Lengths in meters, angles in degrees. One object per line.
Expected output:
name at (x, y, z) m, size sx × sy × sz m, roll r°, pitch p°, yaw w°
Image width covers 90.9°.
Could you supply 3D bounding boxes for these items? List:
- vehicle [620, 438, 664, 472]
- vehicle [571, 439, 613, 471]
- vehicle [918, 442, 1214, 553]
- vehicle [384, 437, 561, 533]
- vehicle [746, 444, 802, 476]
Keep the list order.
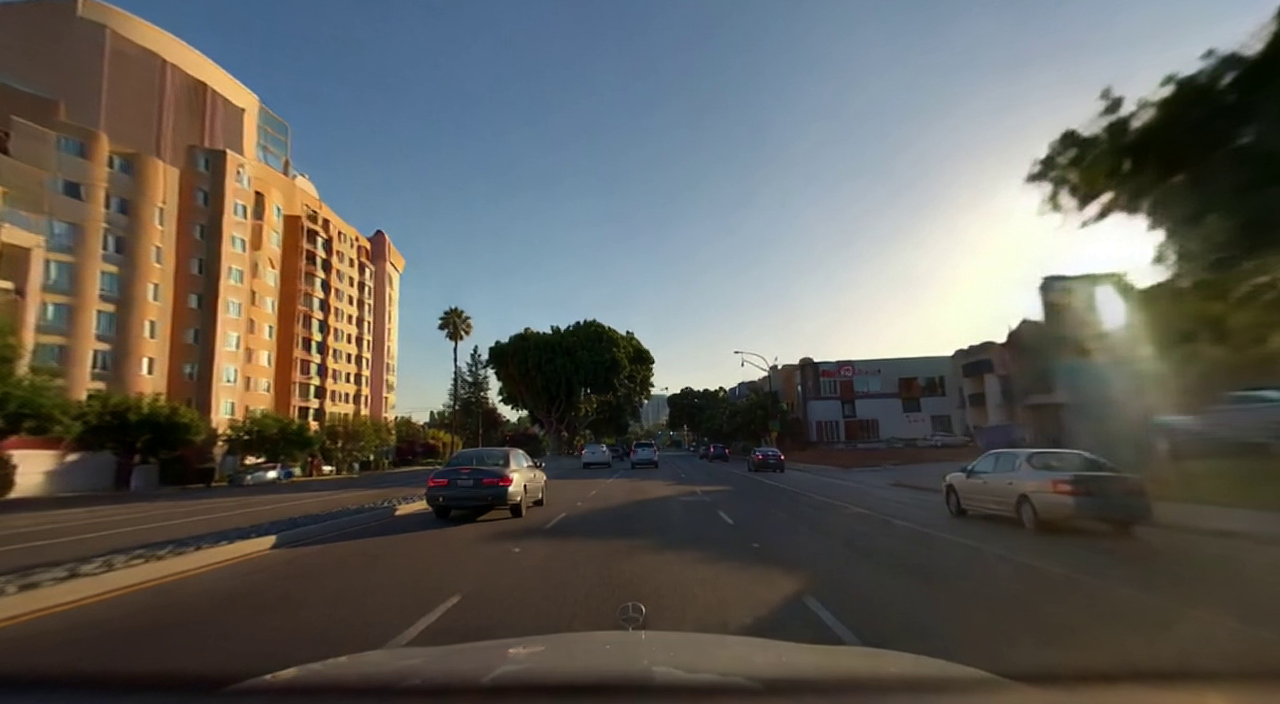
vehicle at (0.148, 5.836, 35.848) m, size 2.304 × 1.795 × 4.526 m, roll 0°, pitch -8°, yaw 1°
vehicle at (-2.860, 6.281, 38.606) m, size 2.117 × 1.799 × 4.442 m, roll 0°, pitch -8°, yaw 2°
vehicle at (6.758, 2.296, 10.815) m, size 1.865 × 1.458 × 4.605 m, roll 0°, pitch -8°, yaw 0°
vehicle at (-2.932, 2.432, 12.195) m, size 2.095 × 1.486 × 4.411 m, roll 0°, pitch -8°, yaw 2°
vehicle at (6.463, 5.235, 30.841) m, size 1.884 × 1.458 × 4.245 m, roll 0°, pitch -8°, yaw 2°
